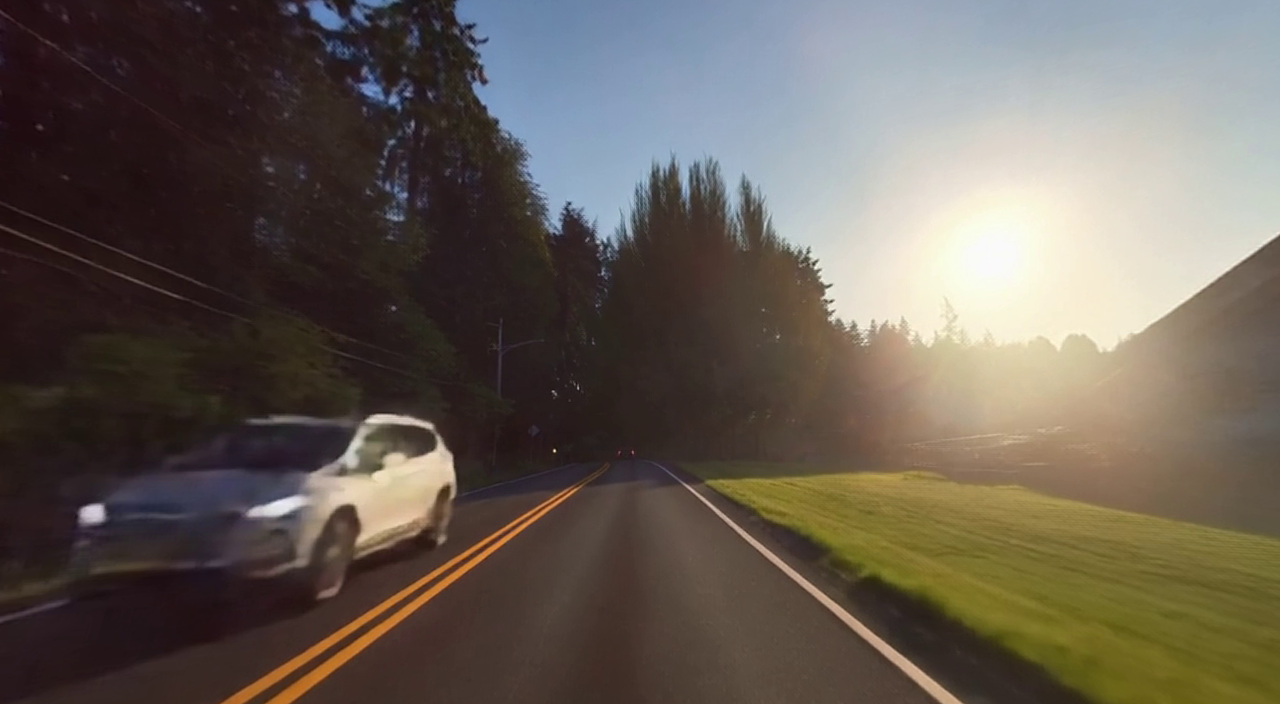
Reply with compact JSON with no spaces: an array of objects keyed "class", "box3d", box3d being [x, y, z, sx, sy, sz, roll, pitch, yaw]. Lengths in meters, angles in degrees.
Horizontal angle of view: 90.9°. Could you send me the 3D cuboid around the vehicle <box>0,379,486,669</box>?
[{"class":"vehicle","box3d":[-3.895,1.625,7.492,2.531,1.923,6.417,0,-9,0]}]
